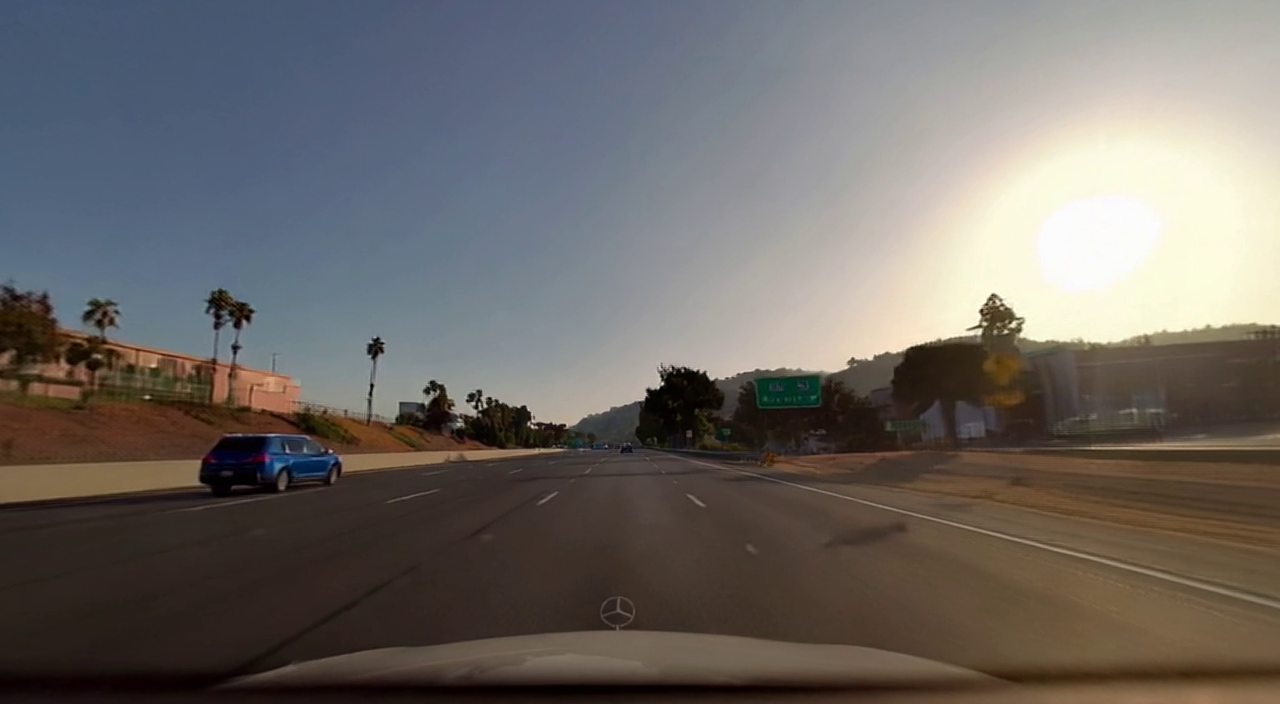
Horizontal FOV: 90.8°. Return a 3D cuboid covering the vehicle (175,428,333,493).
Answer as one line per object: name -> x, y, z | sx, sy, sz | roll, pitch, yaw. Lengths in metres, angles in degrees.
vehicle -> -11.689, 3.316, 19.611 | 2.016, 1.754, 4.543 | 0, -8, 0
